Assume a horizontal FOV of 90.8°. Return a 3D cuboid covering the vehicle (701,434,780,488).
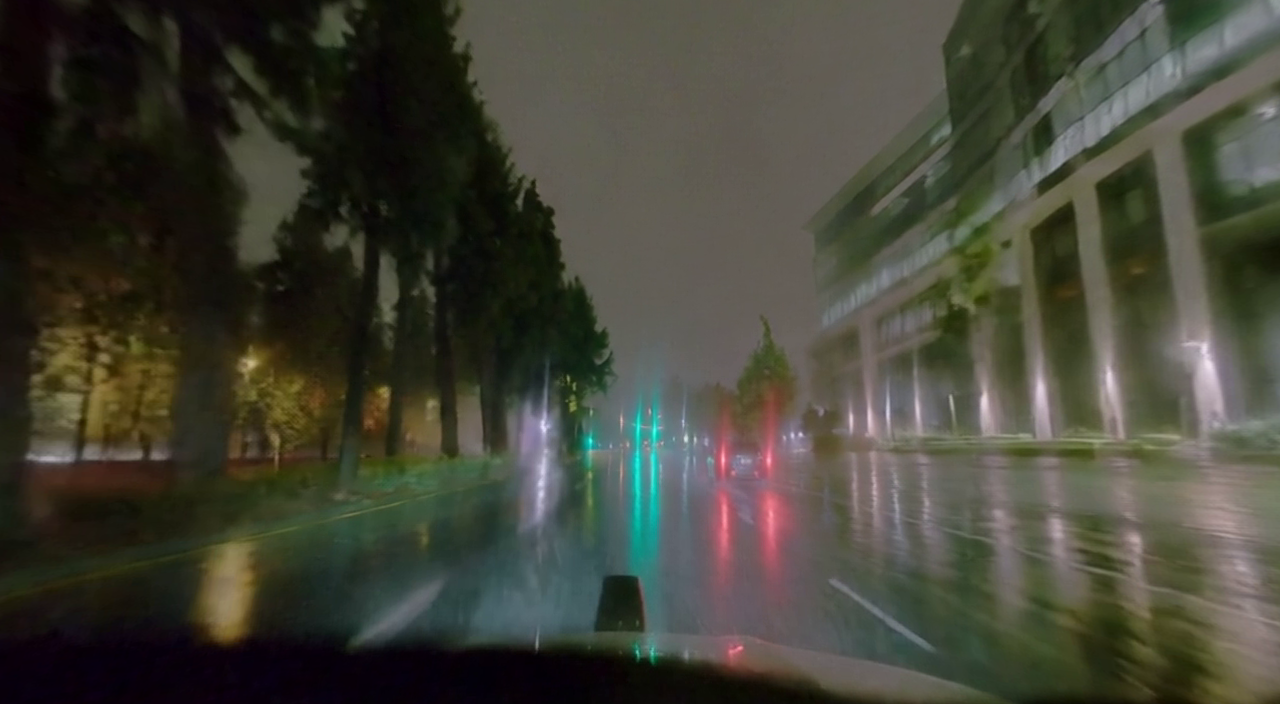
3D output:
[{"bbox_3d":[3.503,3.894,22.832,2.083,1.743,4.354,0,-9,-1],"label":"vehicle"}]
